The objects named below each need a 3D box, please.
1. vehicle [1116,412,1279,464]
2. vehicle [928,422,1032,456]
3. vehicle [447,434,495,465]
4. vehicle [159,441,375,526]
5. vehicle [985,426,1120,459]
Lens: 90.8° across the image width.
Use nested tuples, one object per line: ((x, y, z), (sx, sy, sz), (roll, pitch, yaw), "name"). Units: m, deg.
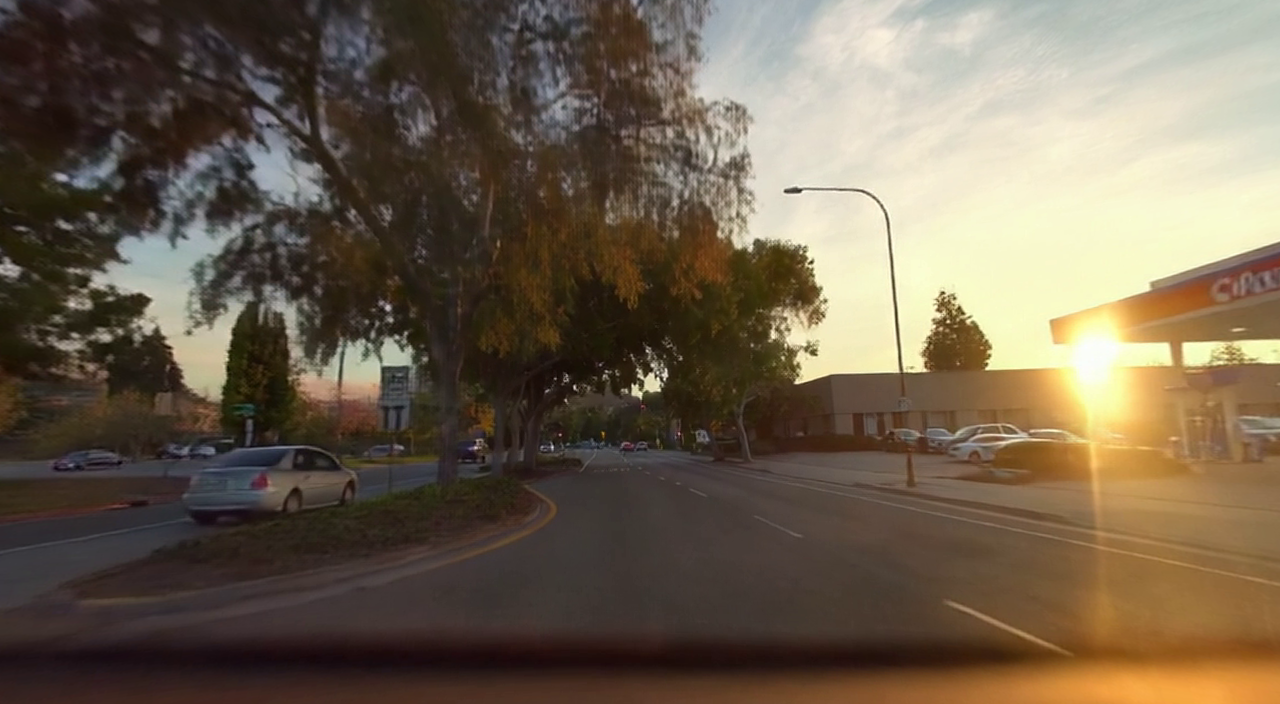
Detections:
((19.260, 2.887, 21.146), (4.868, 1.610, 2.223), (0, -9, -1), "vehicle")
((18.115, 4.637, 33.793), (4.422, 1.586, 1.990), (-2, -7, -3), "vehicle")
((-12.334, 7.179, 46.554), (2.131, 2.148, 5.709), (0, -9, -2), "vehicle")
((-7.474, 2.649, 13.323), (1.982, 1.465, 4.376), (0, -9, -2), "vehicle")
((18.805, 4.145, 28.952), (4.800, 1.459, 2.051), (1, -9, -4), "vehicle")
